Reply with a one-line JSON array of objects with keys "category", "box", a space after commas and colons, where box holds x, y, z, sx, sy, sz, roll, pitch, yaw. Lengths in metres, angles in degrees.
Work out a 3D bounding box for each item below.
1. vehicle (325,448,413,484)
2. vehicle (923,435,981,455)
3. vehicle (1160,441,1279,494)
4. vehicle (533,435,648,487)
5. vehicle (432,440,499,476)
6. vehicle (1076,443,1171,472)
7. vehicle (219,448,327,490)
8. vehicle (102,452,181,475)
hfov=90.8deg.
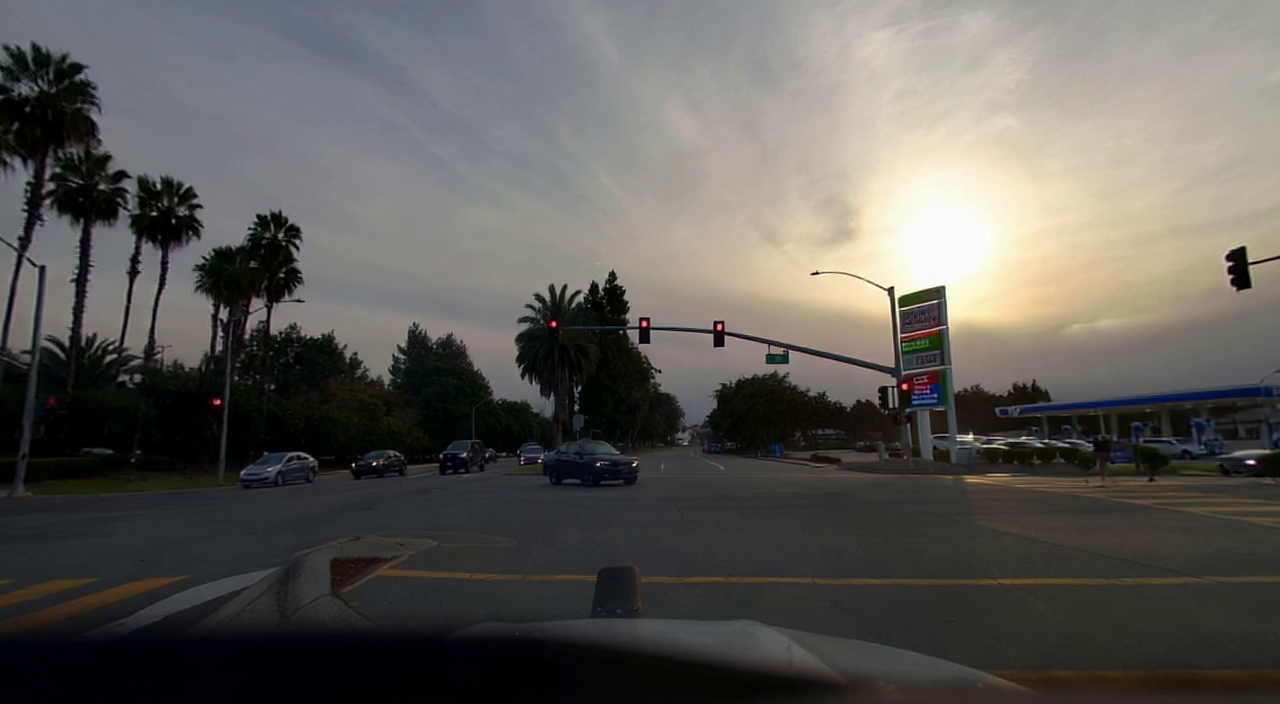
[{"category": "vehicle", "box": [-11.930, 5.012, 28.201, 1.966, 1.455, 4.493, 0, -9, 0]}, {"category": "vehicle", "box": [22.529, 6.758, 45.666, 3.356, 1.395, 1.559, 0, -9, -1]}, {"category": "vehicle", "box": [18.815, 3.407, 18.820, 5.015, 1.446, 1.862, 0, -9, -3]}, {"category": "vehicle", "box": [-1.927, 3.879, 22.843, 2.138, 1.651, 4.938, 5, -10, -31]}, {"category": "vehicle", "box": [-8.663, 5.307, 31.831, 2.156, 1.662, 4.186, 0, -9, 0]}, {"category": "vehicle", "box": [24.255, 5.292, 31.745, 3.474, 1.376, 1.538, 0, -9, -2]}, {"category": "vehicle", "box": [-15.291, 4.859, 26.643, 1.956, 1.611, 4.359, 0, -9, 0]}, {"category": "vehicle", "box": [-35.248, 7.879, 44.836, 1.886, 1.523, 4.581, 0, -9, -1]}]
